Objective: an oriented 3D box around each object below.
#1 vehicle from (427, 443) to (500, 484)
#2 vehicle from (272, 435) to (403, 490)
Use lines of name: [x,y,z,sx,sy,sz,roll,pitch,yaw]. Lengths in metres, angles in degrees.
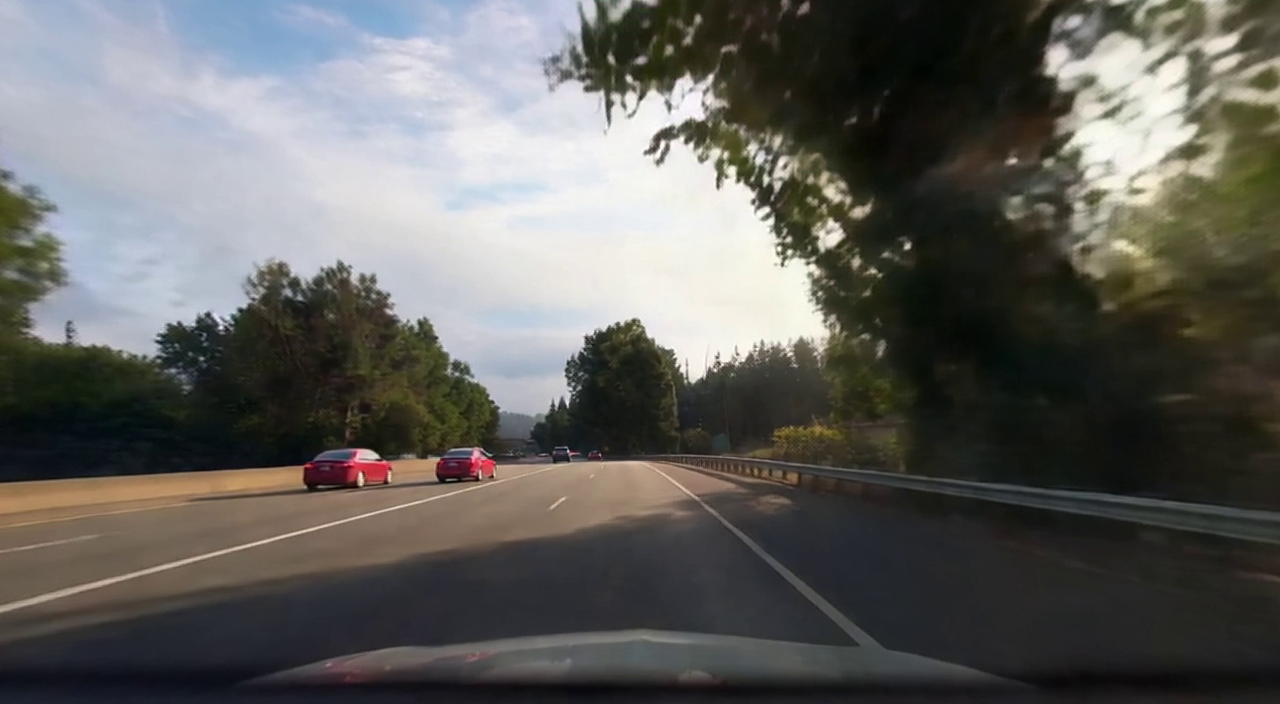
vehicle: [-7.724,4.916,28.033,2.060,1.680,4.255,0,-9,-1]
vehicle: [-11.754,4.350,25.086,2.425,1.926,5.584,0,-9,0]
